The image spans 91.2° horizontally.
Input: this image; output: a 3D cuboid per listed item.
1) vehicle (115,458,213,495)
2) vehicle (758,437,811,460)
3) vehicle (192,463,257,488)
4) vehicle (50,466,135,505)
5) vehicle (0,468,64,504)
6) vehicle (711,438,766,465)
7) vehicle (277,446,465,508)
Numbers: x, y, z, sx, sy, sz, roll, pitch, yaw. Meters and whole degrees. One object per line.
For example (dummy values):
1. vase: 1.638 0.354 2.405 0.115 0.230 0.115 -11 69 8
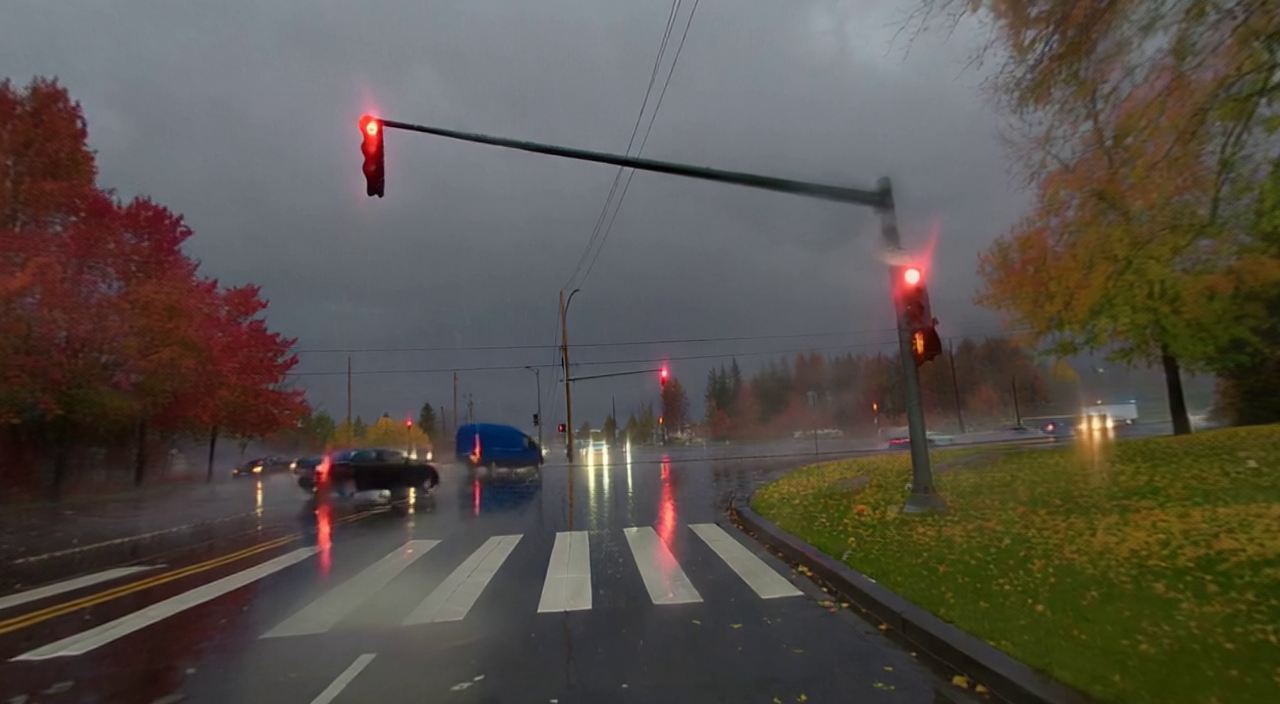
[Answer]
1. vehicle: -27.832 7.268 36.914 2.064 1.913 5.081 0 -9 -4
2. vehicle: 11.468 7.587 49.360 1.979 1.659 4.907 -8 -11 39
3. vehicle: -28.557 8.474 43.177 1.768 1.465 3.972 0 -9 -1
4. vehicle: -25.428 6.161 29.270 1.694 1.528 4.225 3 -9 -24
5. vehicle: -30.334 6.447 30.334 1.800 1.520 3.968 2 -9 -14
6. vehicle: 6.954 6.969 43.965 1.867 1.743 4.259 -8 -11 40
7. vehicle: -7.825 3.612 18.688 1.915 1.586 4.734 -7 -11 38
